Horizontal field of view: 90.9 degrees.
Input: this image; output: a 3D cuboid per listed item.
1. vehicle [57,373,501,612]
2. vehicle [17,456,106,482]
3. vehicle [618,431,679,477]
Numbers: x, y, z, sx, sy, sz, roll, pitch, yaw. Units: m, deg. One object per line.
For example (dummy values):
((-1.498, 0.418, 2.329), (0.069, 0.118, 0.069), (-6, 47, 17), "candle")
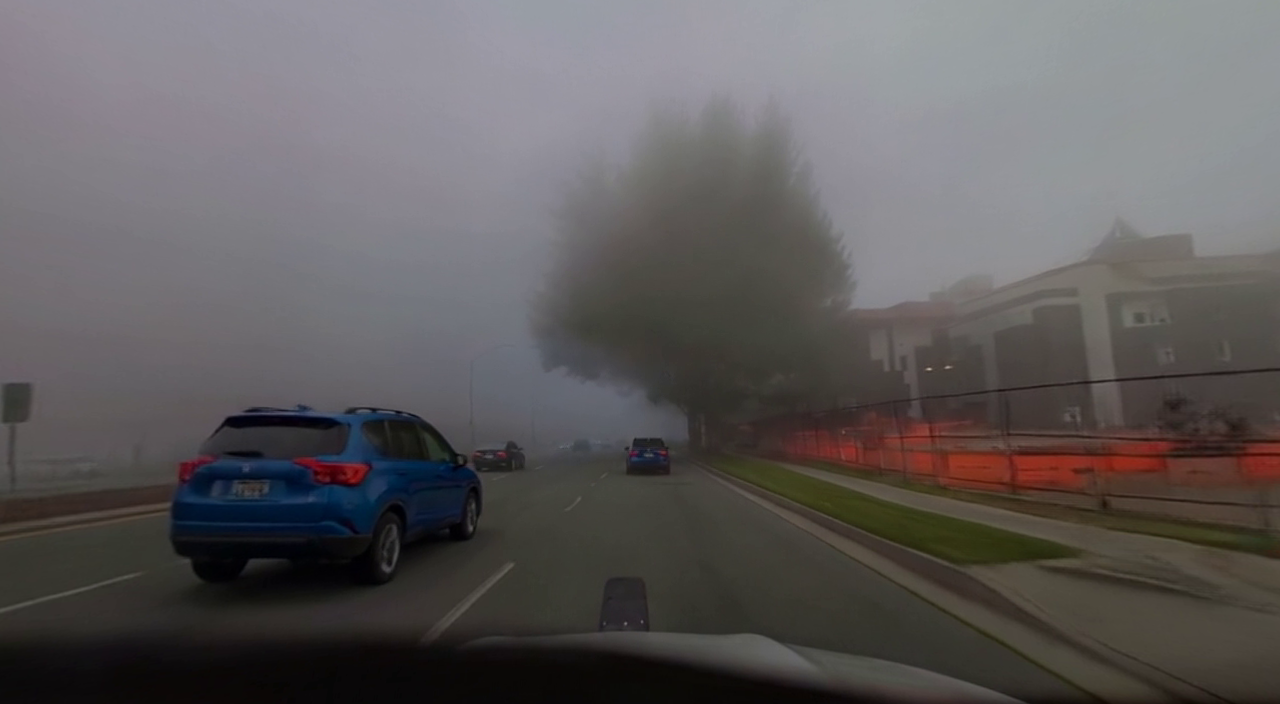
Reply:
((-3.343, 1.442, 7.415), (2.157, 1.824, 4.986), (0, -8, 2), "vehicle")
((-42.779, 8.666, 46.677), (4.731, 1.594, 1.825), (-1, -6, -2), "vehicle")
((0.293, 4.000, 24.940), (2.227, 1.654, 4.091), (0, -8, 0), "vehicle")
